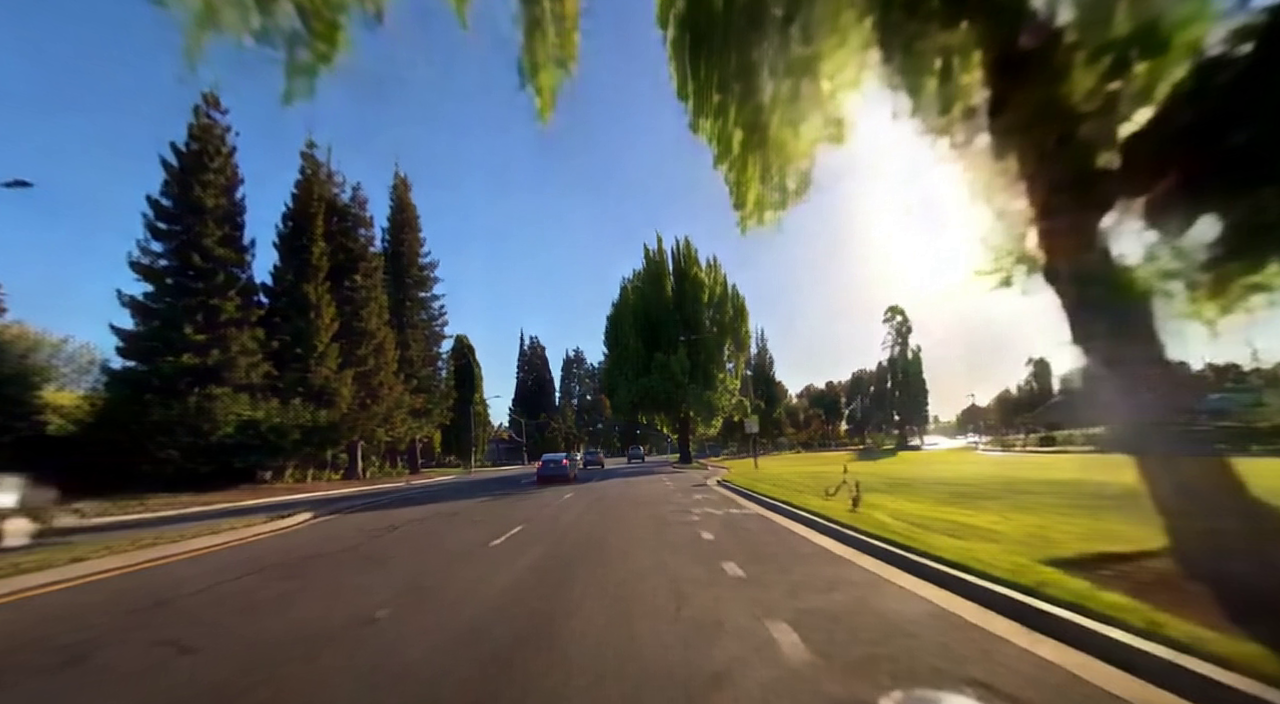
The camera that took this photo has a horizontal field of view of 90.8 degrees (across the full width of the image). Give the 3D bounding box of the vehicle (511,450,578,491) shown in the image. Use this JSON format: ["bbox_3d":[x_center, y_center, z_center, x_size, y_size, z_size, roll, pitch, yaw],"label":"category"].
[{"bbox_3d":[-3.639,4.589,24.731,1.932,1.431,4.144,0,-9,1],"label":"vehicle"}]
